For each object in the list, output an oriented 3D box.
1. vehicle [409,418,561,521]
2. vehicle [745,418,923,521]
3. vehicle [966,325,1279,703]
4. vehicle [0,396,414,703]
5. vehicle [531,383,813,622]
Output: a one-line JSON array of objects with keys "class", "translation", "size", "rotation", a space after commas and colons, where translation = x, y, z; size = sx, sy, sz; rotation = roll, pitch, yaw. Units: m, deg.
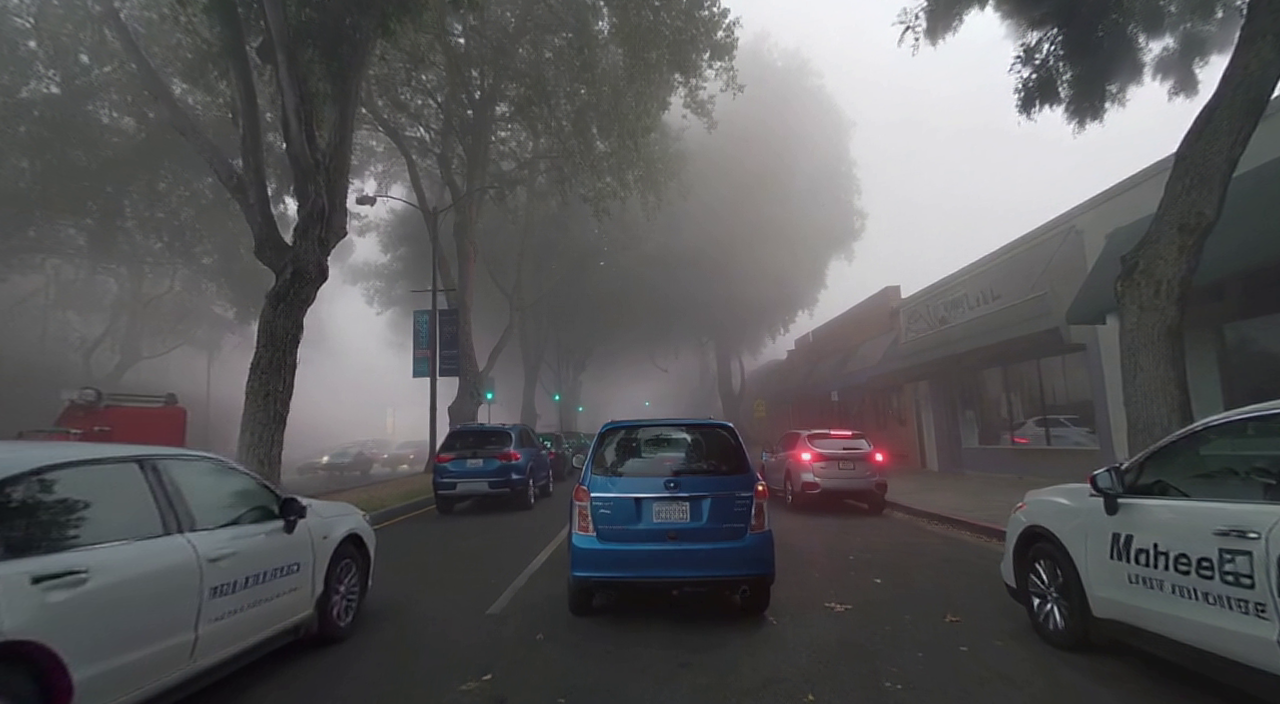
[{"class": "vehicle", "translation": [-3.040, 2.425, 13.497], "size": [2.135, 1.806, 4.514], "rotation": [0, -8, -1]}, {"class": "vehicle", "translation": [4.056, 2.577, 14.503], "size": [2.038, 1.865, 5.786], "rotation": [0, -8, -2]}, {"class": "vehicle", "translation": [4.007, 0.895, 3.219], "size": [1.987, 1.877, 5.330], "rotation": [2, -8, 2]}, {"class": "vehicle", "translation": [-2.952, 1.096, 3.412], "size": [1.908, 1.474, 4.257], "rotation": [0, -8, -1]}, {"class": "vehicle", "translation": [0.222, 1.410, 6.758], "size": [2.075, 1.770, 4.018], "rotation": [0, -8, -1]}]
